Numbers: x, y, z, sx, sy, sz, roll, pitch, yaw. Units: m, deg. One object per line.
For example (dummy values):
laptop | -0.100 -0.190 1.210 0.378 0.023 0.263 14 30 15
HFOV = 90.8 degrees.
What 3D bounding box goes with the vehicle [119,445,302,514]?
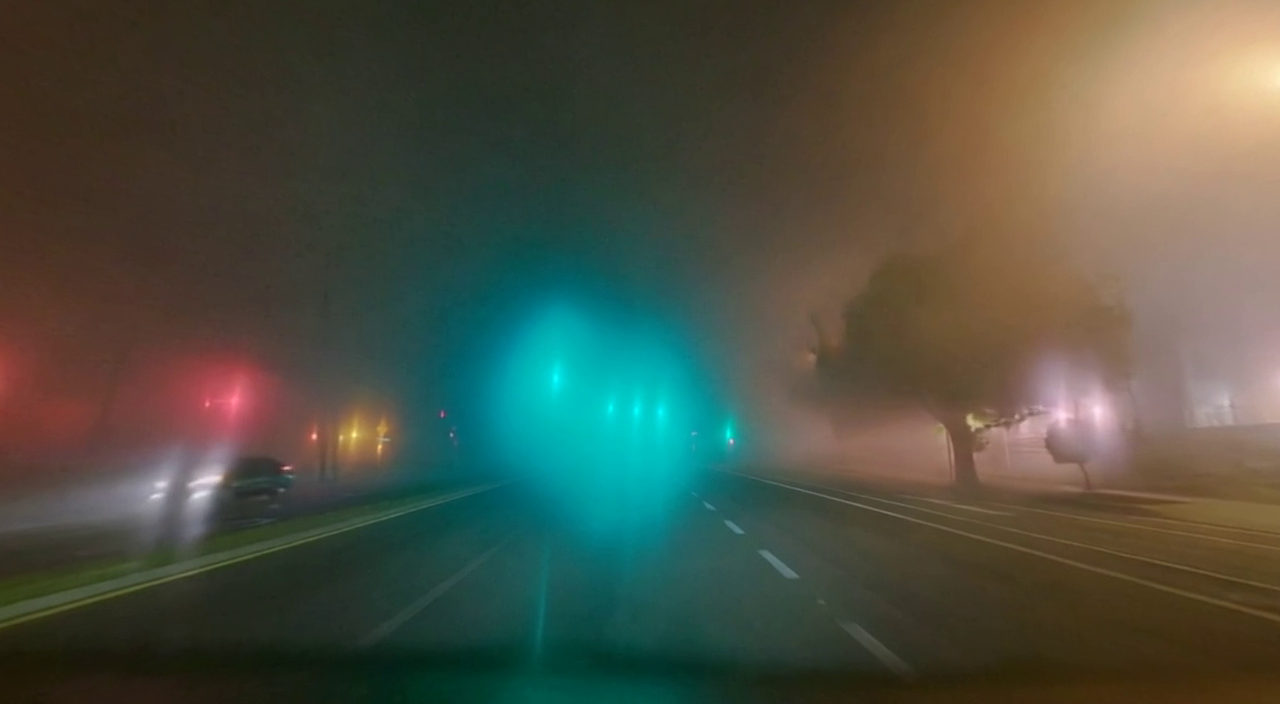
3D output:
vehicle | -12.049 3.556 18.205 2.033 1.693 4.551 0 -9 0
